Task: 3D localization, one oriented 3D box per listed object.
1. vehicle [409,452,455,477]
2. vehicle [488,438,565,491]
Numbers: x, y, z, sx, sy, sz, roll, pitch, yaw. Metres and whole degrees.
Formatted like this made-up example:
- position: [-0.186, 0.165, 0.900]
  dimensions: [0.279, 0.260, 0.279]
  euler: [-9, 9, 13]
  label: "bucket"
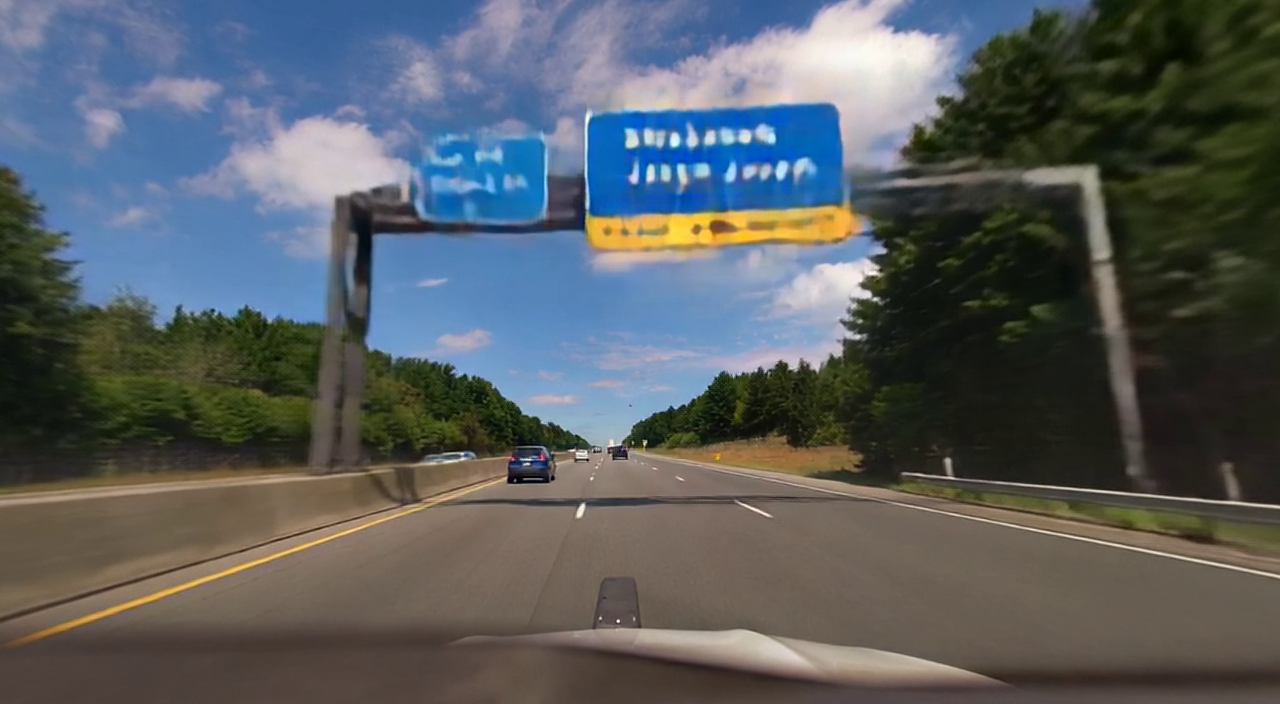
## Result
- position: [-13.949, 7.539, 42.274]
  dimensions: [1.860, 1.507, 3.987]
  euler: [0, -9, -2]
  label: "vehicle"
- position: [-3.964, 4.004, 22.611]
  dimensions: [2.151, 1.693, 4.201]
  euler: [0, -9, -2]
  label: "vehicle"
